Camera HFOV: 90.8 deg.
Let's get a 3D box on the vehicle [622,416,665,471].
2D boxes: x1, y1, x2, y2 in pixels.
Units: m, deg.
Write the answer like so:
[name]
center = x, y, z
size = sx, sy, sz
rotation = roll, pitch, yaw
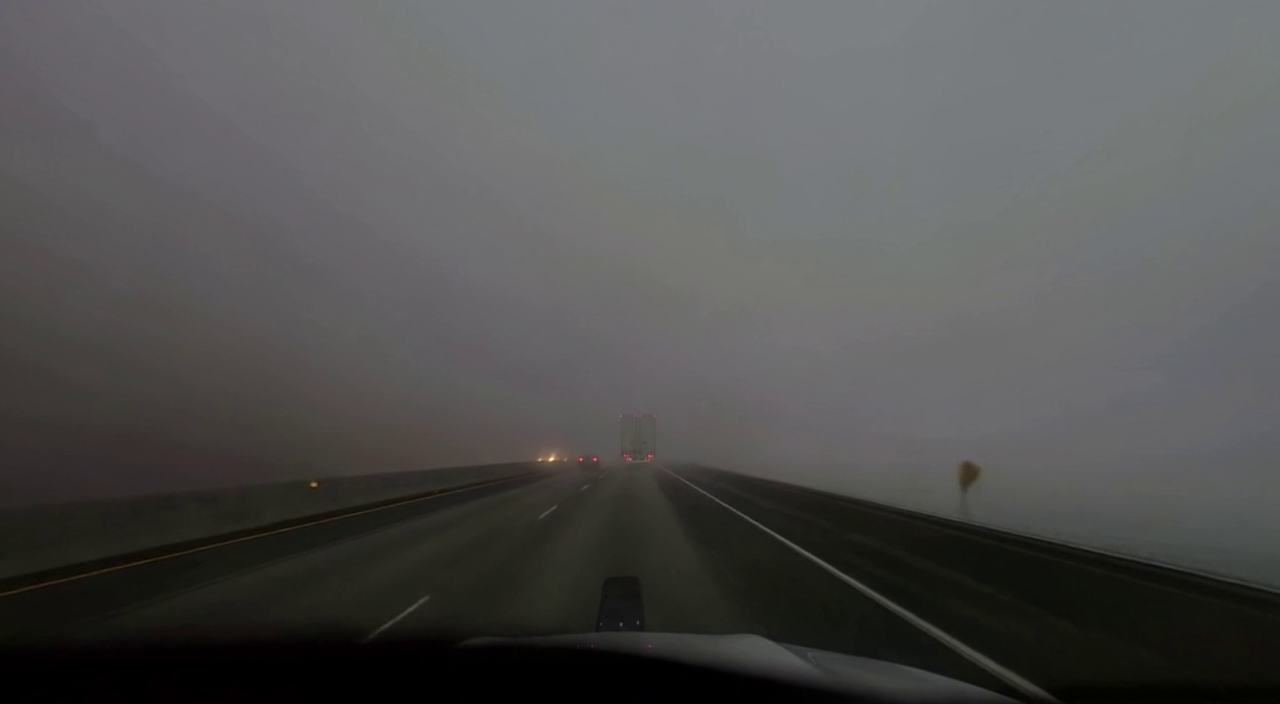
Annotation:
[vehicle]
center = 0.128, 7.046, 48.459
size = 2.864, 3.805, 9.500
rotation = 0, -9, -2
